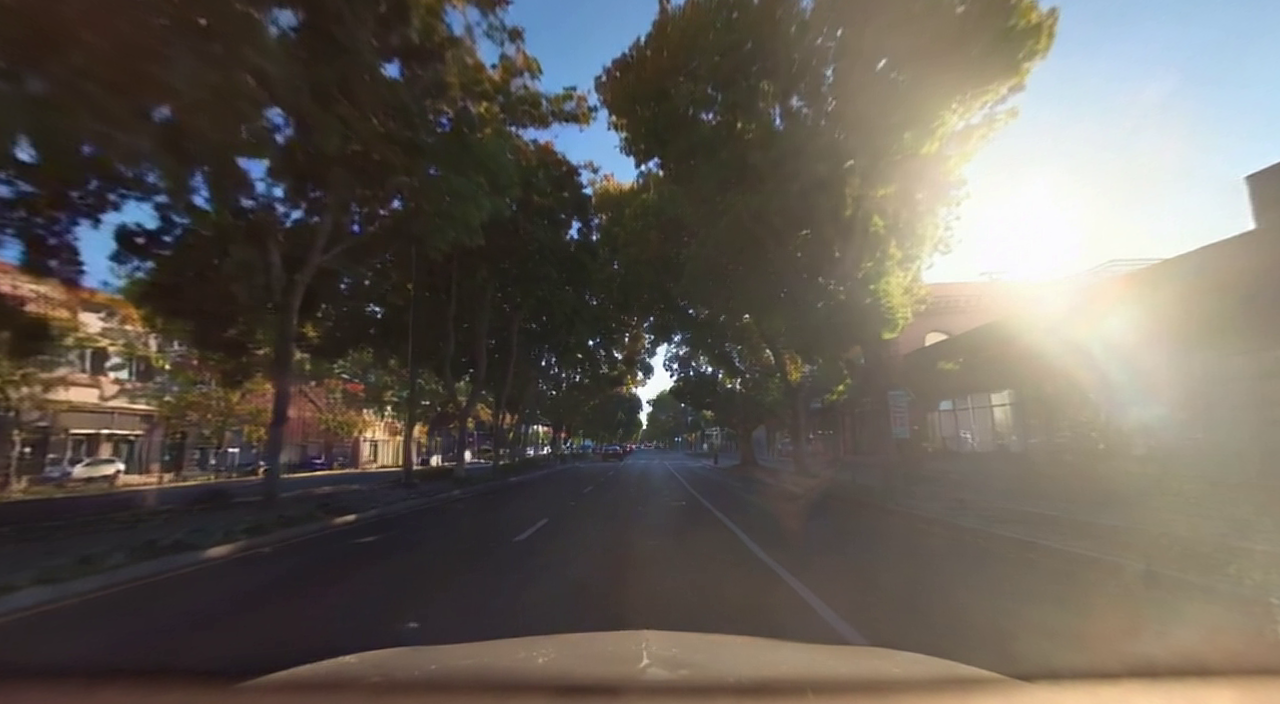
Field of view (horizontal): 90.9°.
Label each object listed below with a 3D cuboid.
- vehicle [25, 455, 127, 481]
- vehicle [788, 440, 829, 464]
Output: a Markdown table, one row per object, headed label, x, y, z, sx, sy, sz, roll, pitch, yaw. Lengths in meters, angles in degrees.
| label | x | y | z | sx | sy | sz | roll | pitch | yaw |
| --- | --- | --- | --- | --- | --- | --- | --- | --- | --- |
| vehicle | -35.914 | 7.335 | 40.193 | 4.644 | 1.465 | 1.793 | 8 | -12 | -44 |
| vehicle | 13.203 | 7.864 | 49.747 | 2.028 | 1.788 | 5.064 | -1 | -9 | 2 |
